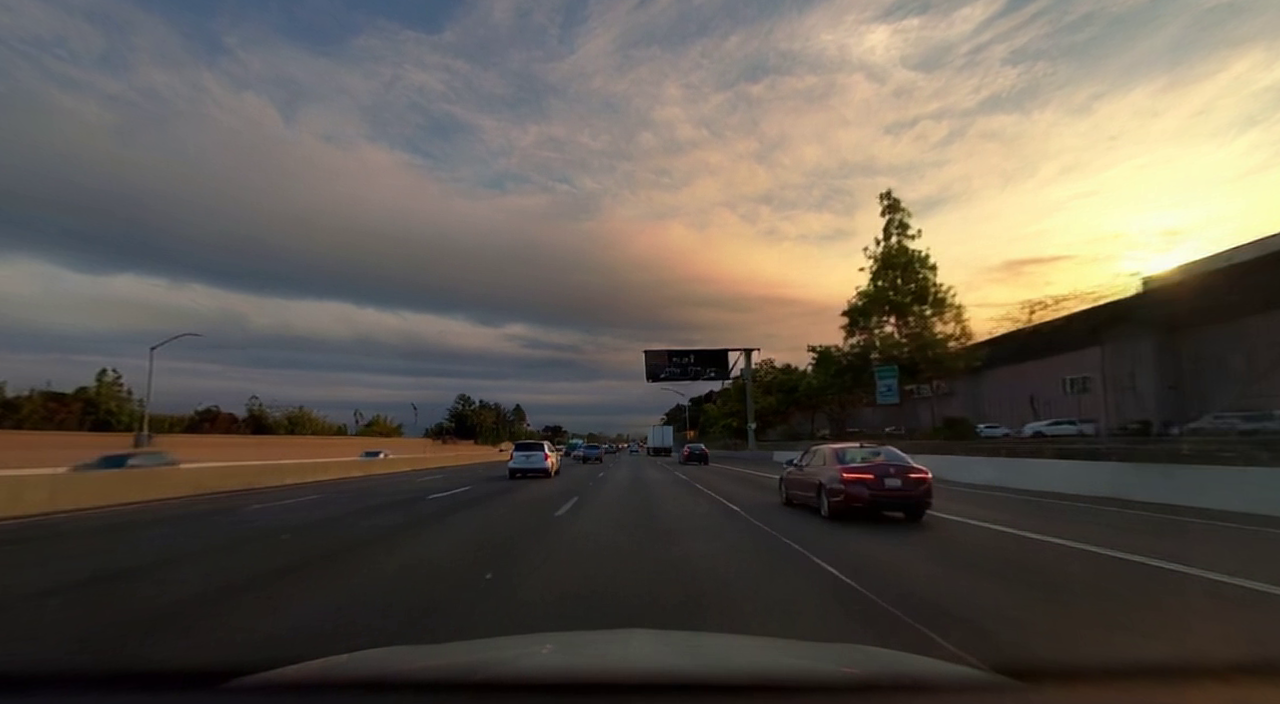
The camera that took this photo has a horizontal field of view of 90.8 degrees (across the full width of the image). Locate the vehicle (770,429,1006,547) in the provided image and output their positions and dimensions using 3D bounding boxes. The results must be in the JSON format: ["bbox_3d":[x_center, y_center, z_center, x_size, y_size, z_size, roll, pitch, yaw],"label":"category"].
[{"bbox_3d":[3.706,2.108,10.574,1.957,1.510,4.643,0,-8,-2],"label":"vehicle"}]

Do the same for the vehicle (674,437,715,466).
[{"bbox_3d":[3.597,6.719,42.787,2.198,1.807,4.530,0,-8,-2],"label":"vehicle"}]

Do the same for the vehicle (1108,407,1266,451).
[{"bbox_3d":[27.496,4.034,32.202,2.176,1.975,6.444,-1,-9,-1],"label":"vehicle"}]

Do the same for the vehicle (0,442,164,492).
[{"bbox_3d":[-21.213,4.341,24.293,2.202,1.693,4.662,0,-8,-1],"label":"vehicle"}]

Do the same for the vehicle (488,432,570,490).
[{"bbox_3d":[-3.716,3.730,21.989,1.987,1.765,4.508,0,-8,0],"label":"vehicle"}]
